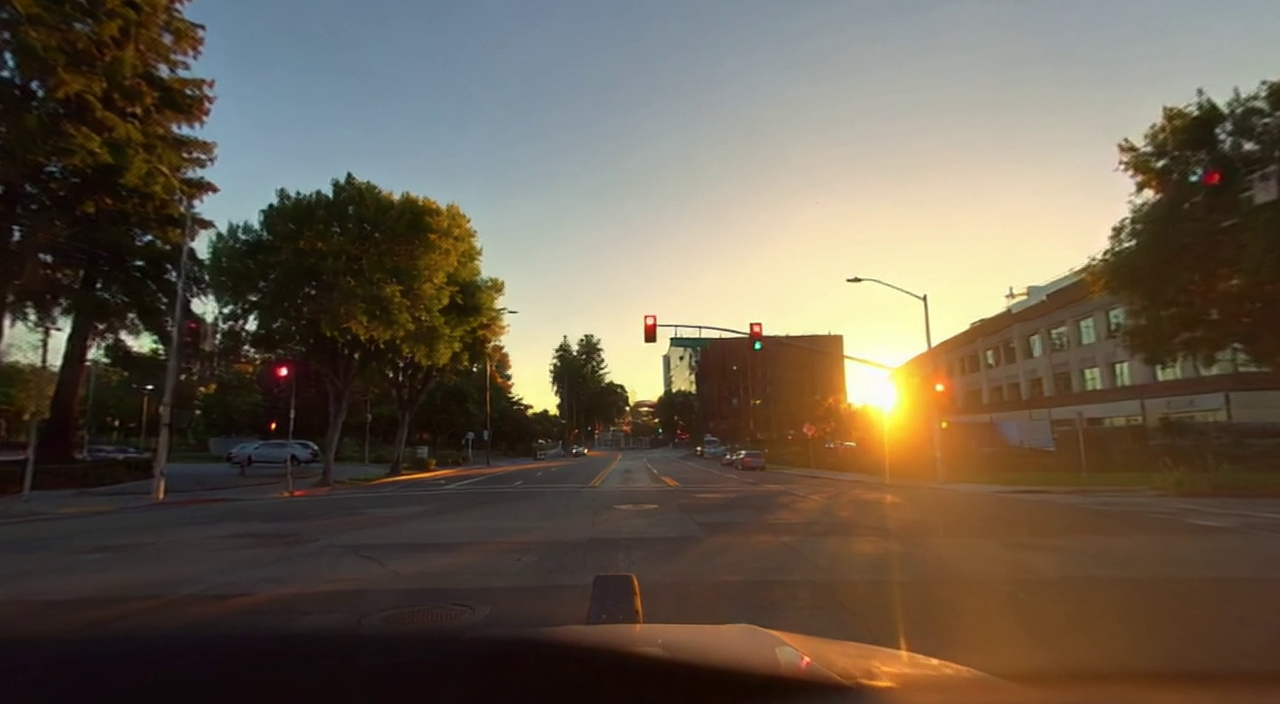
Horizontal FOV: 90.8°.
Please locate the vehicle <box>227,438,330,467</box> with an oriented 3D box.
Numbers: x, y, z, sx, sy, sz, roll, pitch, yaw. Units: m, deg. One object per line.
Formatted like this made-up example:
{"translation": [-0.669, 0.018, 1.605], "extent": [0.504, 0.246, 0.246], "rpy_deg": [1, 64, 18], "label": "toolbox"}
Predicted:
{"translation": [-21.048, 5.872, 36.963], "extent": [4.765, 1.593, 1.891], "rpy_deg": [1, -8, -6], "label": "vehicle"}
